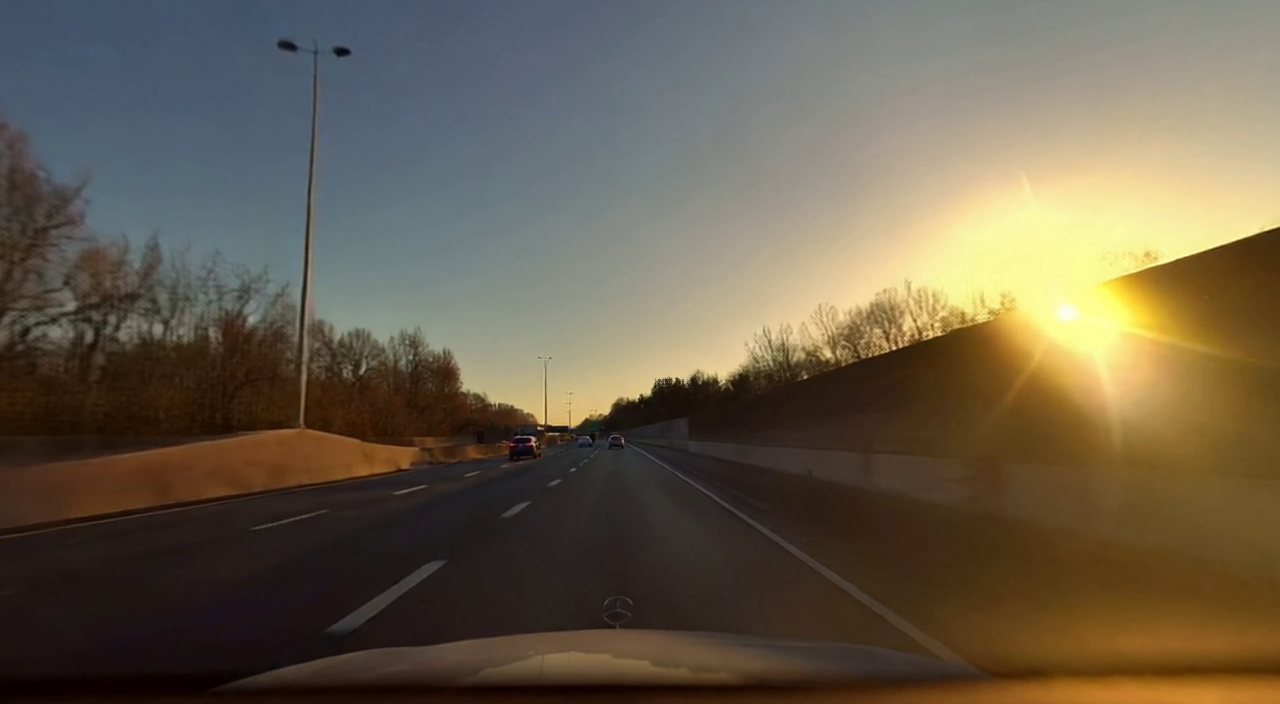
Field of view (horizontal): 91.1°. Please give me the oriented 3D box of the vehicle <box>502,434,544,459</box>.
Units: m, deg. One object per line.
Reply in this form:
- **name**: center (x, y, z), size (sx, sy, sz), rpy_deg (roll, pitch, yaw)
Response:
- **vehicle**: center (-7.355, 5.947, 39.738), size (1.988, 1.505, 4.044), rpy_deg (0, -8, -2)

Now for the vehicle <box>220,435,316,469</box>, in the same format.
- **vehicle**: center (-19.992, 5.359, 34.121), size (2.082, 1.681, 5.193), rpy_deg (0, -8, -1)
